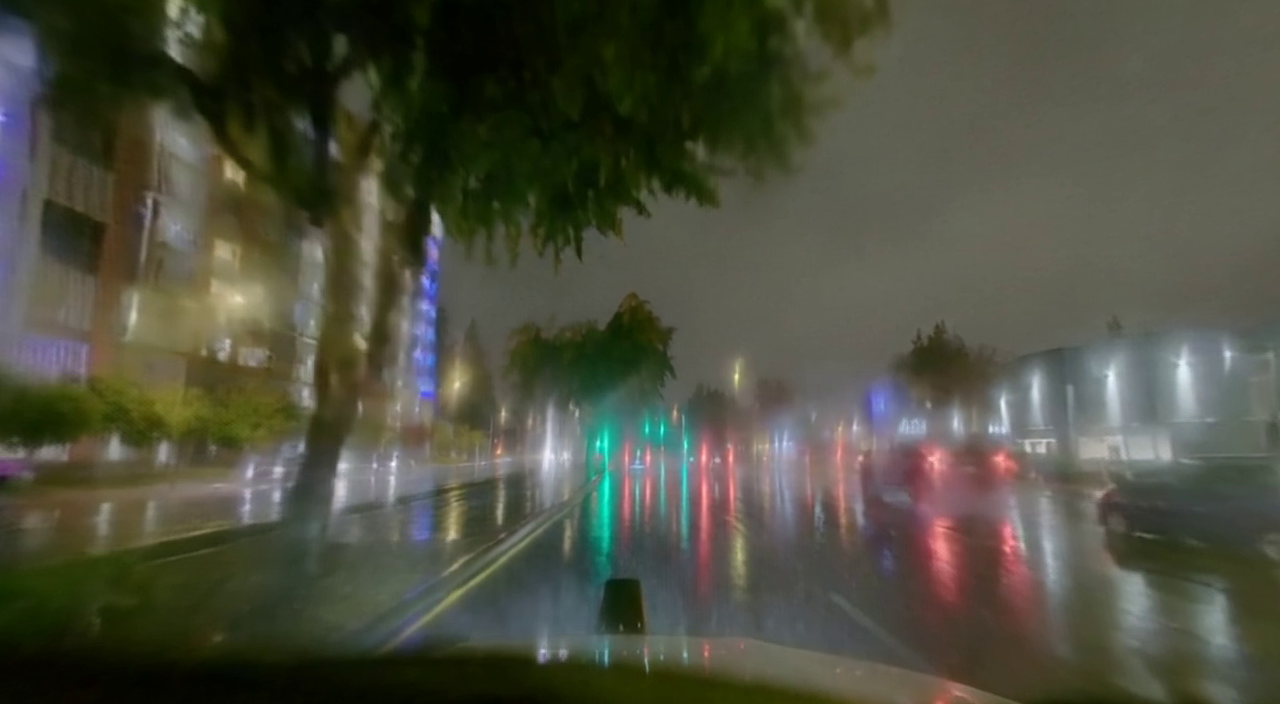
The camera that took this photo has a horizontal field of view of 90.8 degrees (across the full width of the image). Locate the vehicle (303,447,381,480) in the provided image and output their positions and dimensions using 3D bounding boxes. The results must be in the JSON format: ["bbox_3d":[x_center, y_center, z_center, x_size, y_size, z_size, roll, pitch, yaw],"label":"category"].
[{"bbox_3d":[-19.104,7.148,40.898,2.241,1.891,5.637,0,-9,1],"label":"vehicle"}]

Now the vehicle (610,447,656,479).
[{"bbox_3d":[-0.341,5.324,30.652,2.101,1.444,4.248,0,-9,-1],"label":"vehicle"}]

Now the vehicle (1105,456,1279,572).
[{"bbox_3d":[10.511,2.585,10.414,2.129,1.645,4.625,0,-9,0],"label":"vehicle"}]

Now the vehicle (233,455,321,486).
[{"bbox_3d":[-19.253,6.285,33.801,1.874,1.483,4.742,0,-9,0],"label":"vehicle"}]

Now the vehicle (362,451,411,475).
[{"bbox_3d":[-19.228,8.436,48.154,2.019,1.687,4.484,0,-9,-2],"label":"vehicle"}]

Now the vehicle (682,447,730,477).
[{"bbox_3d":[3.506,5.901,34.141,1.993,1.477,4.240,0,-9,-2],"label":"vehicle"}]

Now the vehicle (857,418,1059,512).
[{"bbox_3d":[10.354,3.778,21.791,3.082,2.655,7.381,0,-9,0],"label":"vehicle"}]
